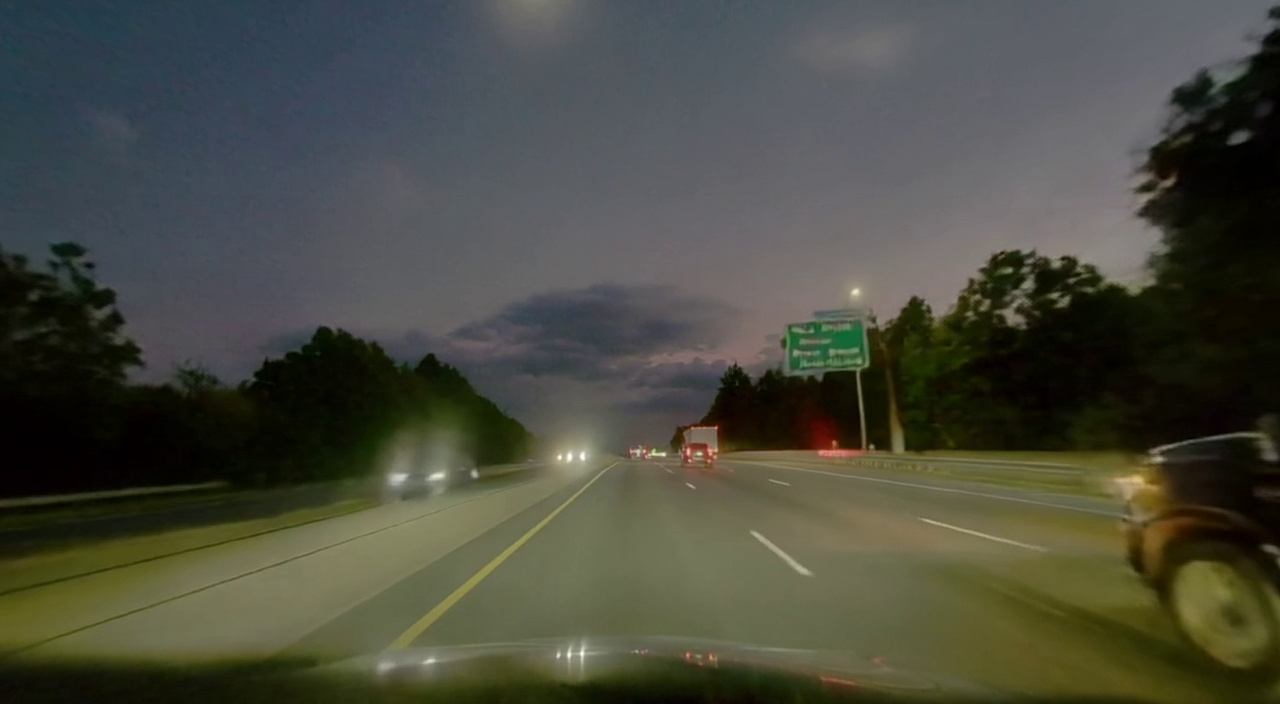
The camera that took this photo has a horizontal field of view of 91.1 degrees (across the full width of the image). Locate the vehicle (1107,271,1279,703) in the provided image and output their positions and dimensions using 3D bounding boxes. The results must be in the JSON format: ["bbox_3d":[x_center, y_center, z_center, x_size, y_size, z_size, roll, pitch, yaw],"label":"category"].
[{"bbox_3d":[3.735,0.433,1.208,1.981,1.984,4.623,0,-9,-1],"label":"vehicle"}]

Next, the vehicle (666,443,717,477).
[{"bbox_3d":[2.613,5.653,33.227,2.123,1.620,4.959,0,-9,-1],"label":"vehicle"}]

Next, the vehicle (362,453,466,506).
[{"bbox_3d":[-7.158,4.041,20.387,1.941,1.469,4.011,0,-9,-1],"label":"vehicle"}]
